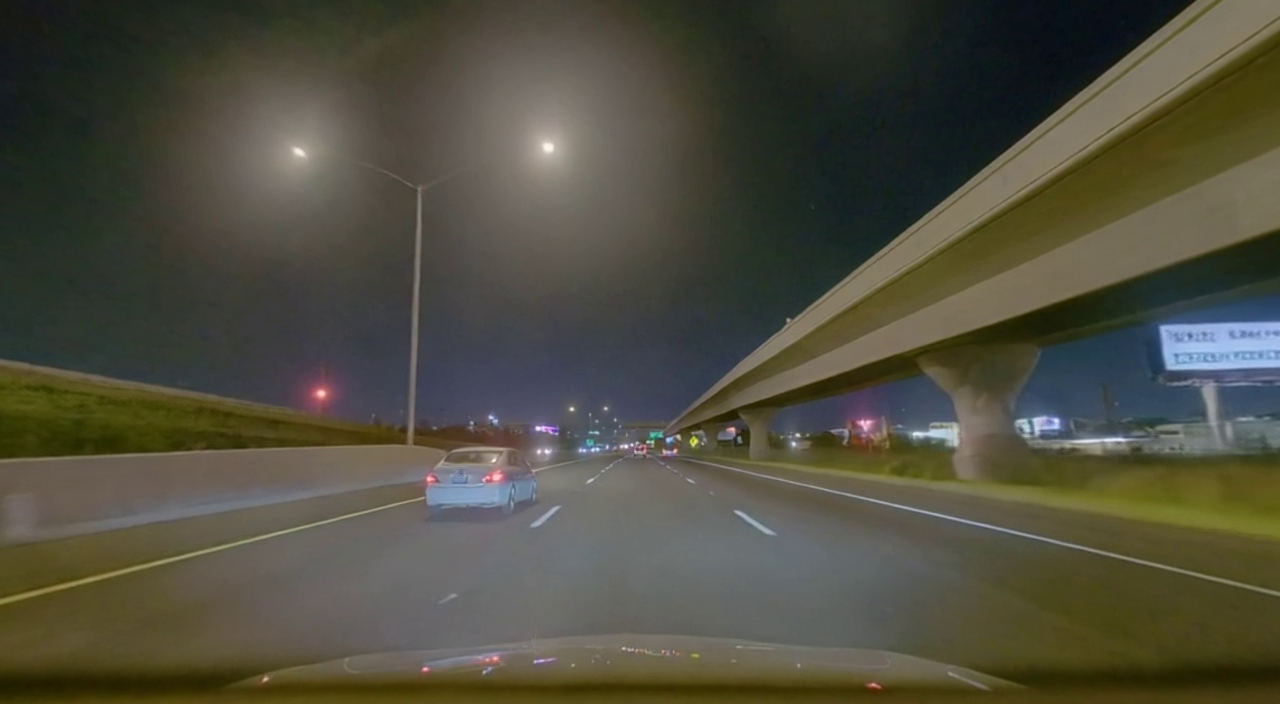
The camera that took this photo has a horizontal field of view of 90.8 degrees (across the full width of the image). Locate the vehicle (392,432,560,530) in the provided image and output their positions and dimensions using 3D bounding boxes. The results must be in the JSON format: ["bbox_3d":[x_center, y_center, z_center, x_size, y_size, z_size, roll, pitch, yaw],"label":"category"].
[{"bbox_3d":[-2.938,2.437,12.518,2.029,1.557,4.570,0,-9,1],"label":"vehicle"}]
